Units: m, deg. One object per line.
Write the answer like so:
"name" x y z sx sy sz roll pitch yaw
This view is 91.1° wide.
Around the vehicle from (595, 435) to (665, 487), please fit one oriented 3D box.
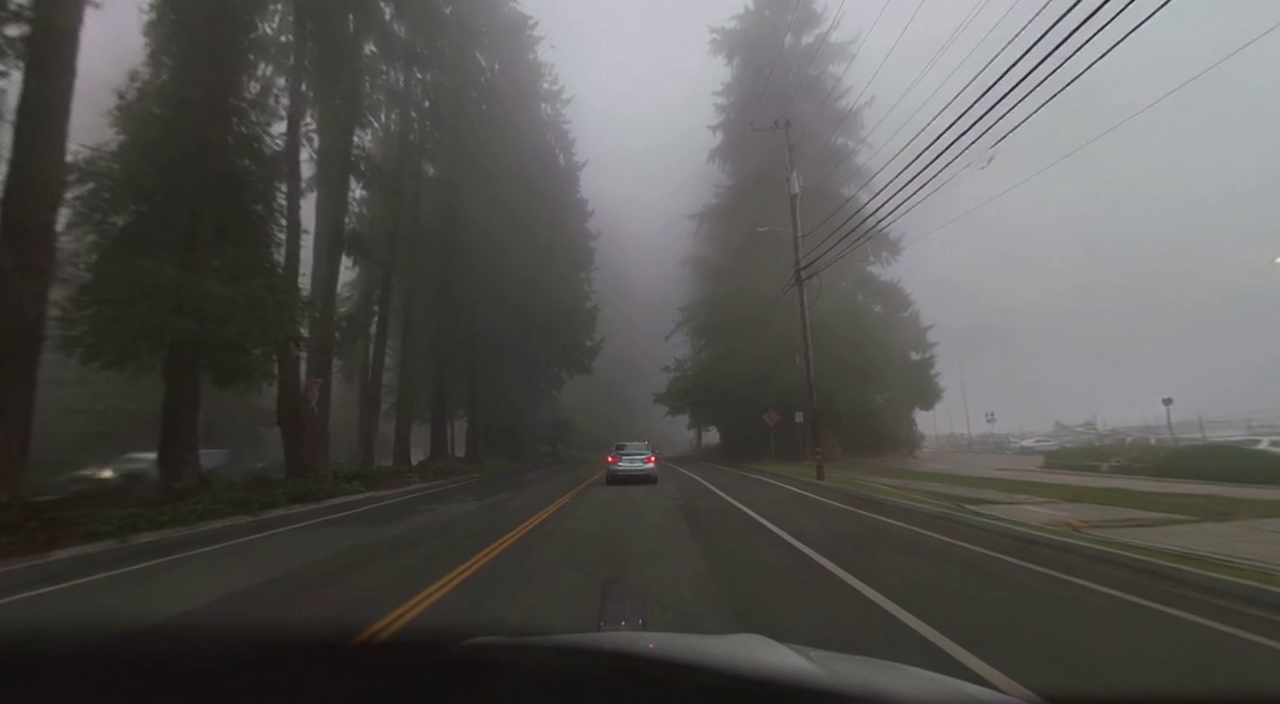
"vehicle" -0.280 3.433 20.085 1.991 1.463 3.988 0 -8 0
